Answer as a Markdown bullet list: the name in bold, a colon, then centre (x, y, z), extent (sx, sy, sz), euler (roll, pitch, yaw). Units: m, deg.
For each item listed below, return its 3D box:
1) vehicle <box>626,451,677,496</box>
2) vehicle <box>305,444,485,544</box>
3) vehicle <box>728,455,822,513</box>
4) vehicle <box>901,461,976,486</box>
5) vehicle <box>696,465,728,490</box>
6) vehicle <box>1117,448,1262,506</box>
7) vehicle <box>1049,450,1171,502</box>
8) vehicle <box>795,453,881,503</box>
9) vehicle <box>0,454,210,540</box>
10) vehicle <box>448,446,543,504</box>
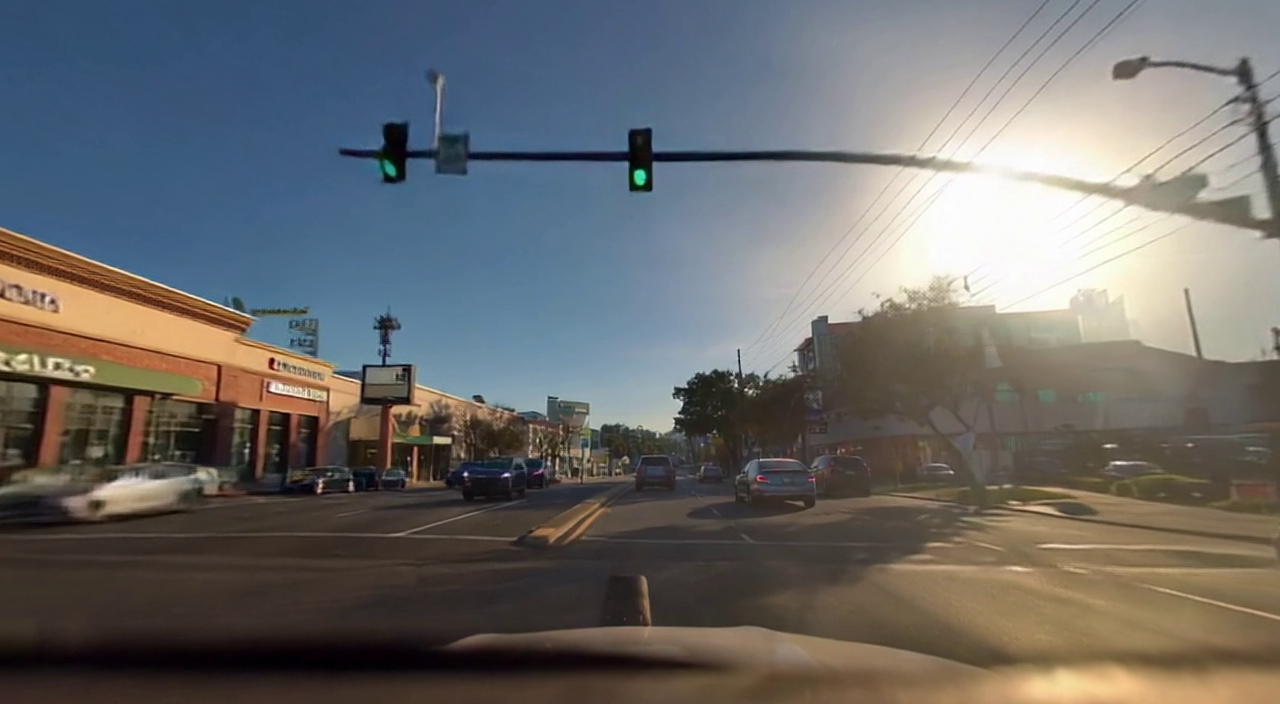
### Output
- **vehicle**: centre (0.581, 5.612, 29.498), extent (2.210, 1.861, 4.280), euler (0, -8, 2)
- **vehicle**: centre (-4.931, 2.860, 13.519), extent (2.041, 1.494, 4.647), euler (-2, -6, 0)
- **vehicle**: centre (3.966, 3.935, 19.332), extent (1.963, 1.484, 4.609), euler (0, -8, 1)
- **vehicle**: centre (23.140, 9.415, 48.963), extent (4.718, 1.628, 2.008), euler (-4, -9, 6)
- **vehicle**: centre (5.553, 9.730, 49.214), extent (2.036, 1.719, 4.318), euler (0, -8, 1)
- **vehicle**: centre (16.031, 3.528, 18.311), extent (4.964, 1.453, 2.184), euler (7, -11, -38)
- **vehicle**: centre (16.687, 4.290, 22.323), extent (4.595, 1.523, 2.293), euler (6, -10, -39)
- **vehicle**: centre (7.767, 4.940, 25.241), extent (2.040, 1.738, 4.414), euler (0, -8, 1)
- **vehicle**: centre (-11.841, 3.000, 13.732), extent (1.839, 1.491, 4.360), euler (0, -8, 1)
- **vehicle**: centre (-4.862, 4.176, 21.884), extent (2.180, 1.646, 4.467), euler (-3, -8, 0)
